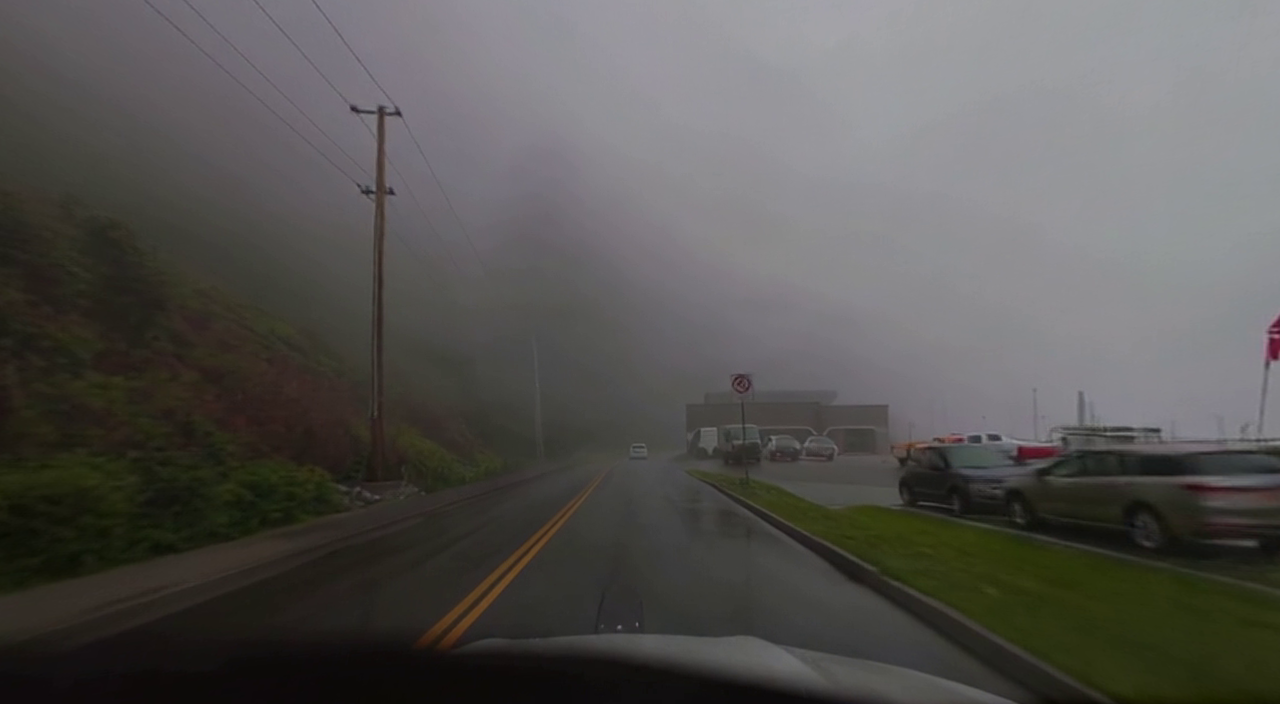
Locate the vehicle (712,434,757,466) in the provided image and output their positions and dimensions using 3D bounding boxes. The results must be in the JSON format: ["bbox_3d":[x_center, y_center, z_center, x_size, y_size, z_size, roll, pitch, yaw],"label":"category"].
[{"bbox_3d":[5.754,6.051,38.956,1.977,1.860,4.237,0,-9,-2],"label":"vehicle"}]

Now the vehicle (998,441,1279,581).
[{"bbox_3d":[7.313,2.042,8.931,1.909,1.496,4.079,0,-9,-2],"label":"vehicle"}]

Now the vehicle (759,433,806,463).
[{"bbox_3d":[8.551,5.829,38.111,1.924,1.713,4.627,-1,-9,2],"label":"vehicle"}]

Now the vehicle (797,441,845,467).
[{"bbox_3d":[11.050,6.264,38.539,1.819,1.494,3.834,0,-9,1],"label":"vehicle"}]

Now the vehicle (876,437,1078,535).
[{"bbox_3d":[7.023,2.760,13.747,1.961,1.648,4.260,-1,-7,-1],"label":"vehicle"}]
